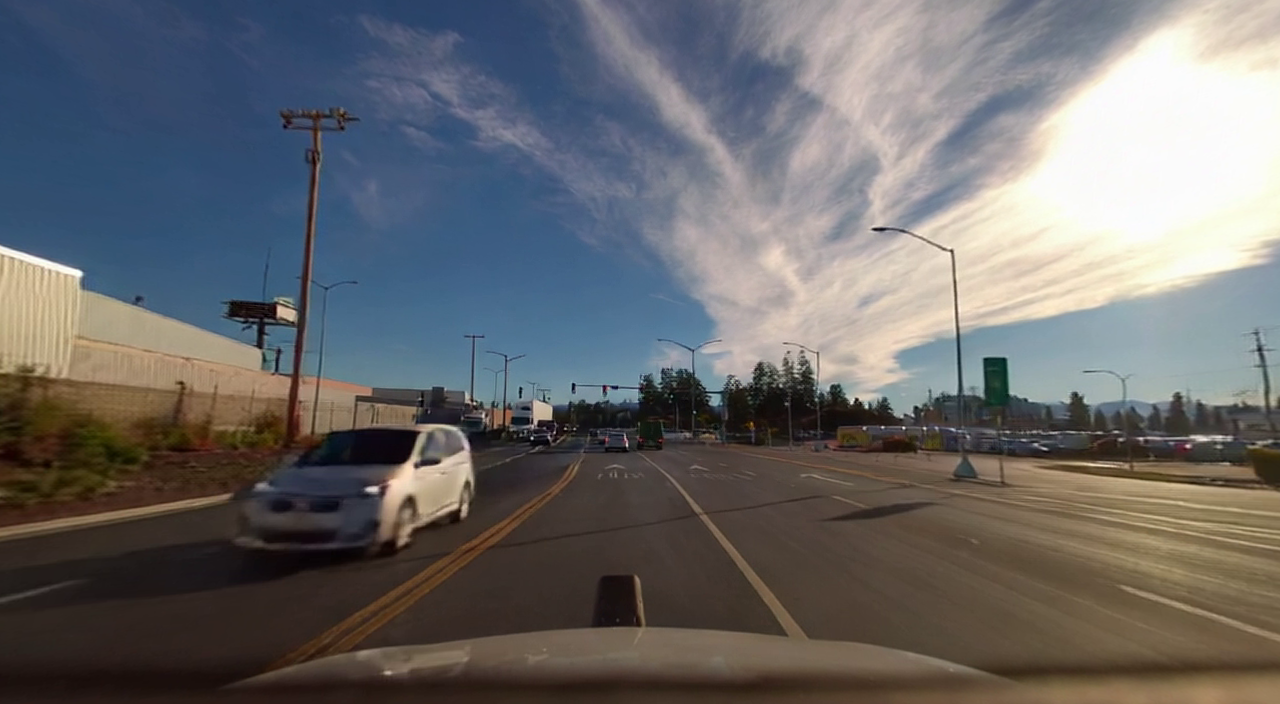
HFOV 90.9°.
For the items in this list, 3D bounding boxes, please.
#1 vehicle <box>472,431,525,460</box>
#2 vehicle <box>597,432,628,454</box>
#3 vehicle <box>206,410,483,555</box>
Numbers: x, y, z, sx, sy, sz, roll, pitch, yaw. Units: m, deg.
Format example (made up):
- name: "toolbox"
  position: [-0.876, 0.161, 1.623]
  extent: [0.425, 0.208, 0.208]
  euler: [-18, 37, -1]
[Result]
- name: "vehicle"
  position: [-7.743, 5.156, 34.908]
  extent: [2.028, 1.495, 4.532]
  euler: [0, -8, -2]
- name: "vehicle"
  position: [-1.943, 6.344, 44.014]
  extent: [2.060, 1.491, 3.873]
  euler: [0, -8, -3]
- name: "vehicle"
  position: [-3.712, 1.684, 8.853]
  extent: [2.003, 1.562, 3.862]
  euler: [0, -8, 0]
